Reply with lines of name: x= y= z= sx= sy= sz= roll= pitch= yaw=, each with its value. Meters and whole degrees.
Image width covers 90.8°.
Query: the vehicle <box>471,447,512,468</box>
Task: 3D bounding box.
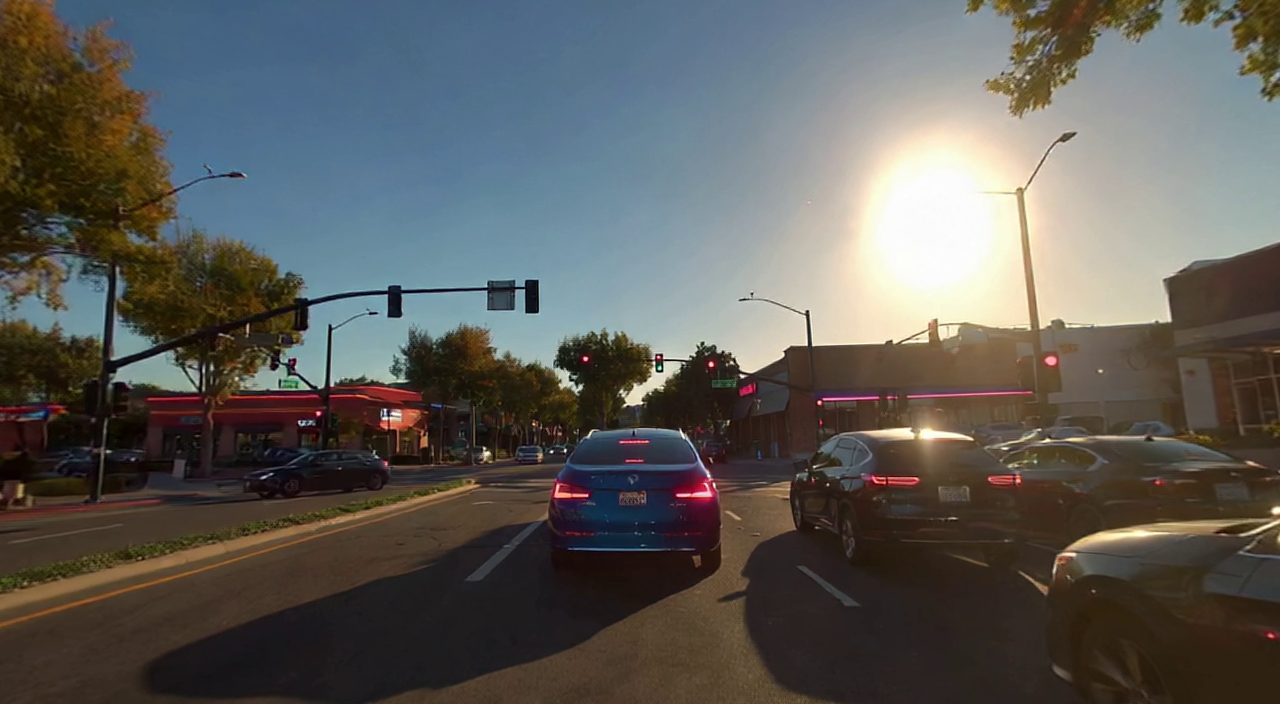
vehicle: x=-11.268 y=7.999 z=48.240 sx=2.099 sy=1.478 sz=4.411 roll=0 pitch=-9 yaw=0

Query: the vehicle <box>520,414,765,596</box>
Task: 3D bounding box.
vehicle: x=0.003 y=1.631 z=7.497 sx=2.154 sy=1.577 sz=3.723 roll=0 pitch=-9 yaw=-1

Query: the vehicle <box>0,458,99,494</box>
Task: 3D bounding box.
vehicle: x=-27.204 y=5.493 z=28.073 sx=4.285 sy=1.427 sz=1.883 roll=3 pitch=-9 yaw=-23

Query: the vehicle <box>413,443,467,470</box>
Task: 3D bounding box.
vehicle: x=-15.087 y=7.886 z=48.054 sx=2.395 sy=1.903 sz=4.860 roll=-1 pitch=-9 yaw=1

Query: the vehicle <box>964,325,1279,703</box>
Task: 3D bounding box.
vehicle: x=2.987 y=0.695 z=1.541 sx=2.075 sy=1.661 sz=4.401 roll=0 pitch=-9 yaw=1

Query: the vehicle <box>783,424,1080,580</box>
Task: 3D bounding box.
vehicle: x=3.321 y=1.779 z=8.294 sx=1.865 sy=1.496 sz=4.170 roll=0 pitch=-9 yaw=0

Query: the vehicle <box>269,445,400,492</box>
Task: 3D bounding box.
vehicle: x=-11.695 y=4.405 z=24.219 sx=4.265 sy=1.604 sz=2.269 roll=4 pitch=-10 yaw=-29
